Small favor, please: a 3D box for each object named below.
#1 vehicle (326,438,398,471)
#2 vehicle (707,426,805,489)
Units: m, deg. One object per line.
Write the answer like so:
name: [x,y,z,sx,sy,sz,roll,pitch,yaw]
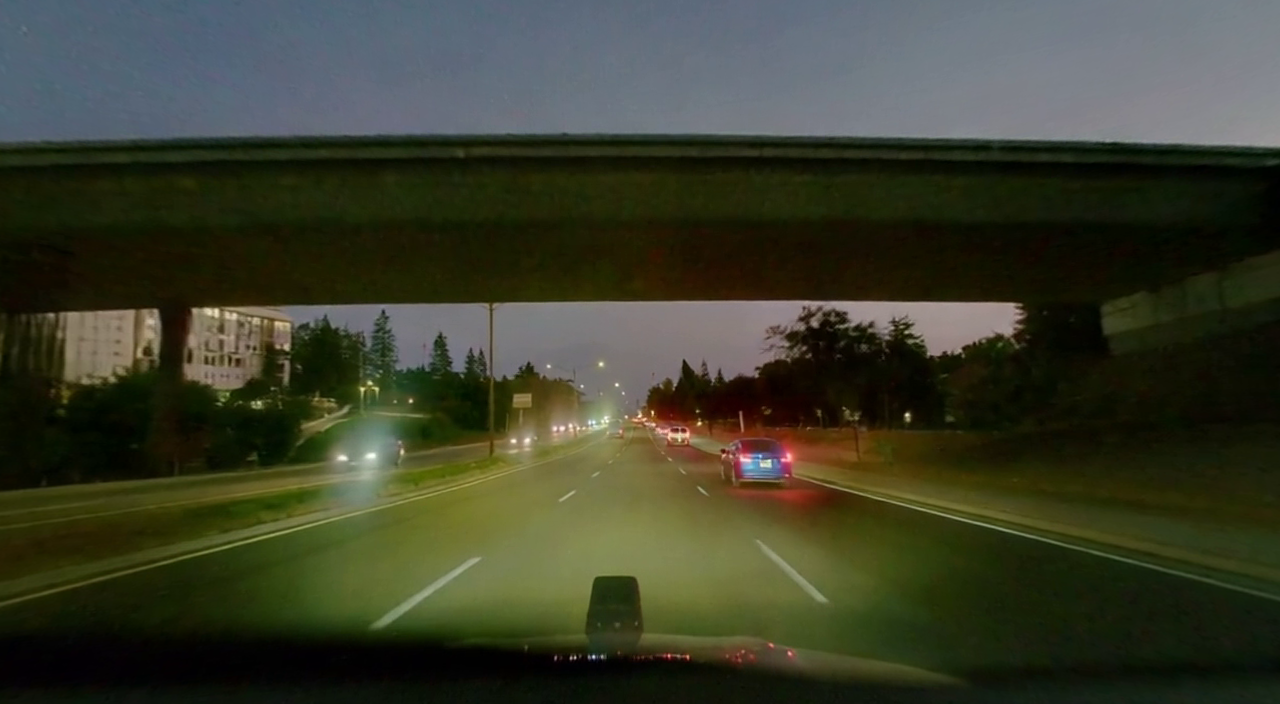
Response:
vehicle: [-15.799,5.844,36.066,1.958,1.725,4.539,0,-9,1]
vehicle: [3.417,3.228,19.509,2.110,1.712,4.489,0,-9,0]
